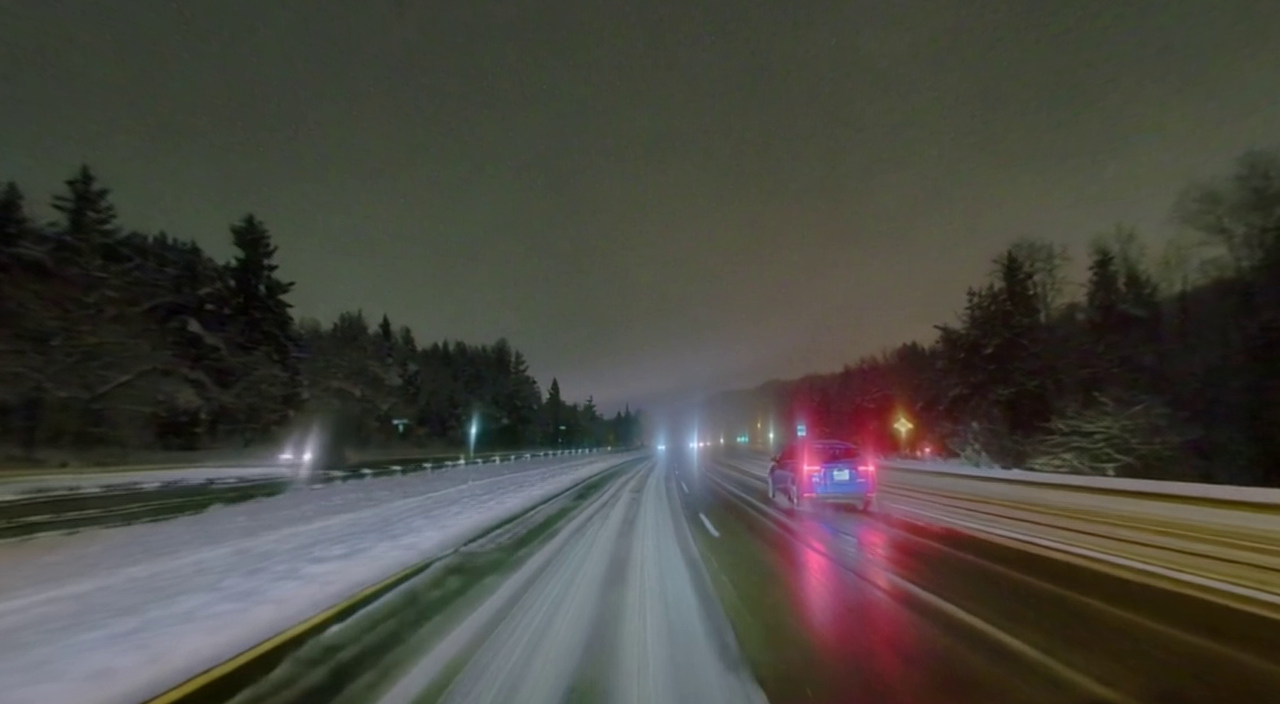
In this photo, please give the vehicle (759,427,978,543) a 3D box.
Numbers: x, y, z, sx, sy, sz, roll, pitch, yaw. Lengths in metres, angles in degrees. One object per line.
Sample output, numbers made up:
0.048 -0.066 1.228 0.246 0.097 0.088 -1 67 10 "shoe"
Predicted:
3.514 2.108 10.755 2.050 1.546 4.344 0 -8 -1 "vehicle"
